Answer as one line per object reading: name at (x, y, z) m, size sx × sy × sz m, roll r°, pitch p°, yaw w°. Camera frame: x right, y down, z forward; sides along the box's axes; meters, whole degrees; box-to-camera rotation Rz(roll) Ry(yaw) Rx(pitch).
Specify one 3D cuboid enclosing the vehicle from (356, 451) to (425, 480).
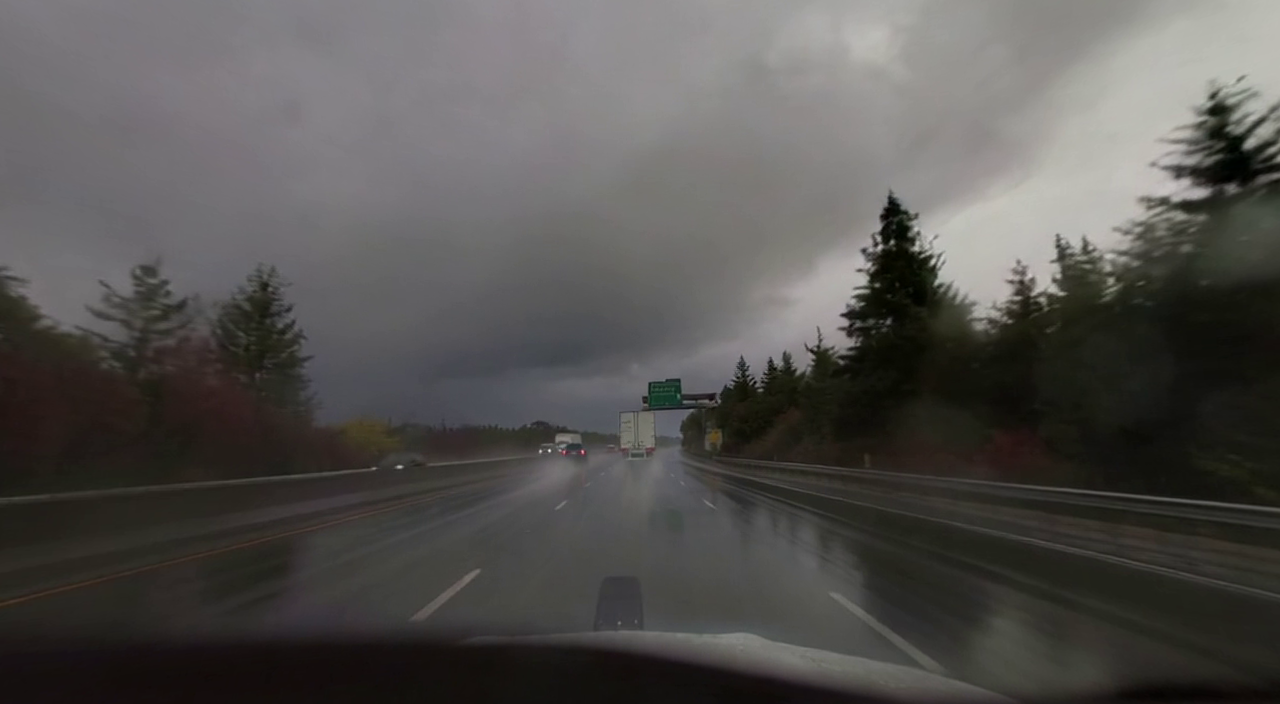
vehicle at (-14.024, 6.377, 35.494) m, size 1.898 × 1.504 × 4.710 m, roll 0°, pitch -9°, yaw 1°

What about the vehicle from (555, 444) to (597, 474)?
vehicle at (-3.798, 6.392, 37.659) m, size 2.112 × 1.645 × 4.129 m, roll 0°, pitch -9°, yaw 0°
